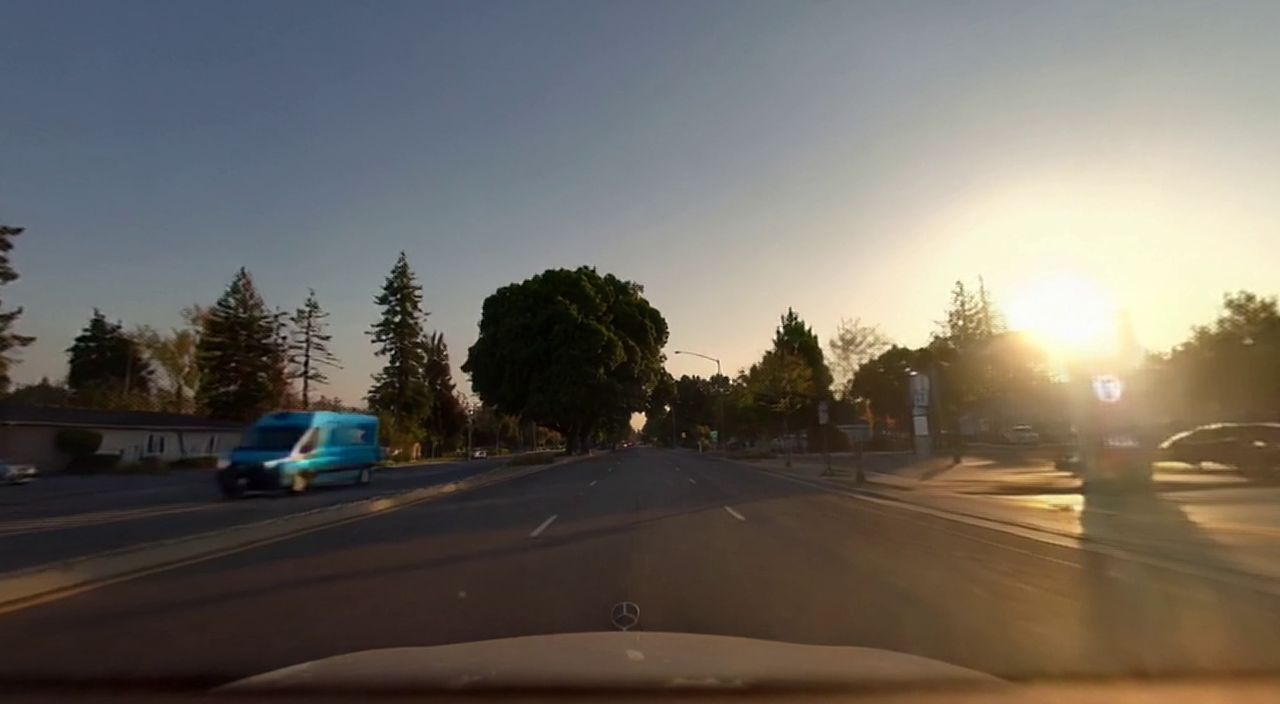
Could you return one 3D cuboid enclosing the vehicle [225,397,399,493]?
[{"bbox_3d":[-12.100,3.538,24.183,2.931,3.122,6.555,-1,-8,1],"label":"vehicle"}]

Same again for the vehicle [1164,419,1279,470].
[{"bbox_3d":[19.422,2.934,19.977,1.994,1.452,4.227,0,-8,0],"label":"vehicle"}]
